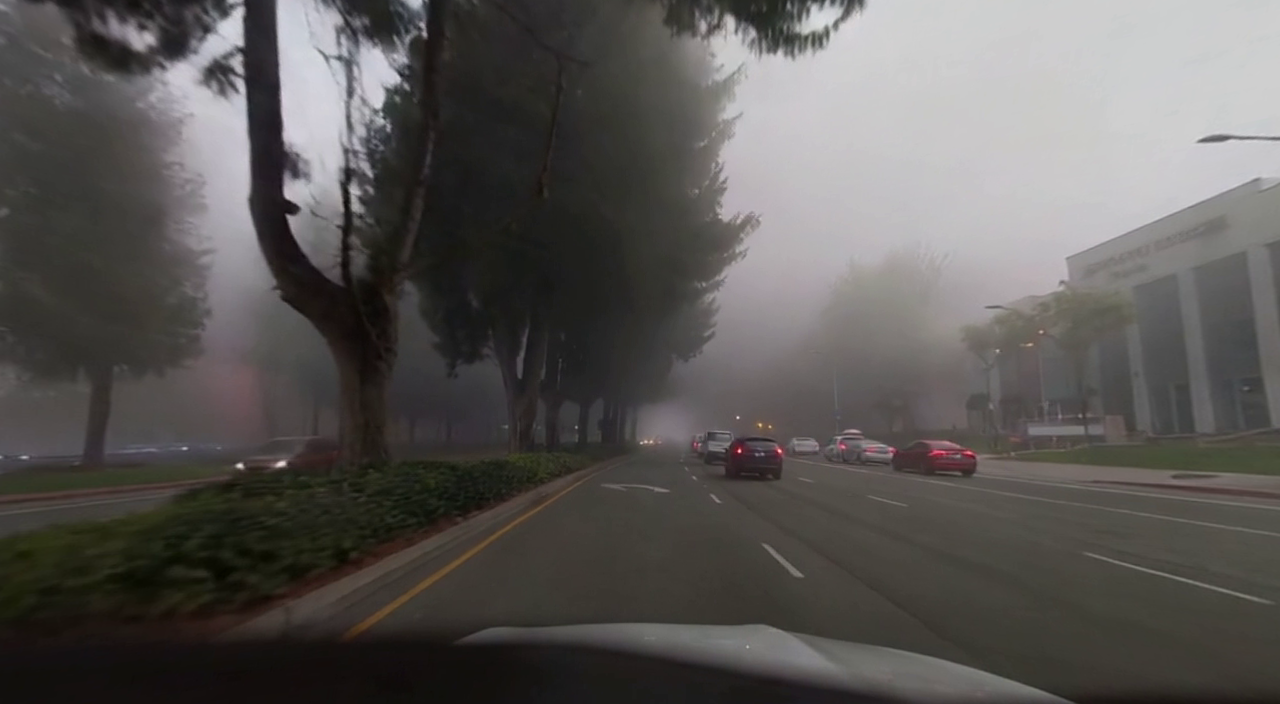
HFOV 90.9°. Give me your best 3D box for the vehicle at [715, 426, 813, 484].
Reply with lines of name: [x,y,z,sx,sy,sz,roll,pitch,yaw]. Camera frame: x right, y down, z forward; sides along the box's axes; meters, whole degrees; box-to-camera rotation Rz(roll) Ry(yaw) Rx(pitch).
vehicle: [3.923,3.365,20.841,2.216,1.675,4.627,0,-9,-1]

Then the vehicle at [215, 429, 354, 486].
vehicle: [-13.991,4.182,25.339,2.285,1.931,5.530,-3,-9,1]

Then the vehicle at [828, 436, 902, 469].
vehicle: [10.680,4.820,30.318,1.841,1.471,4.790,0,-9,0]

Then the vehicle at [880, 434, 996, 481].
vehicle: [10.441,3.724,22.531,1.840,1.467,4.731,0,-9,0]
